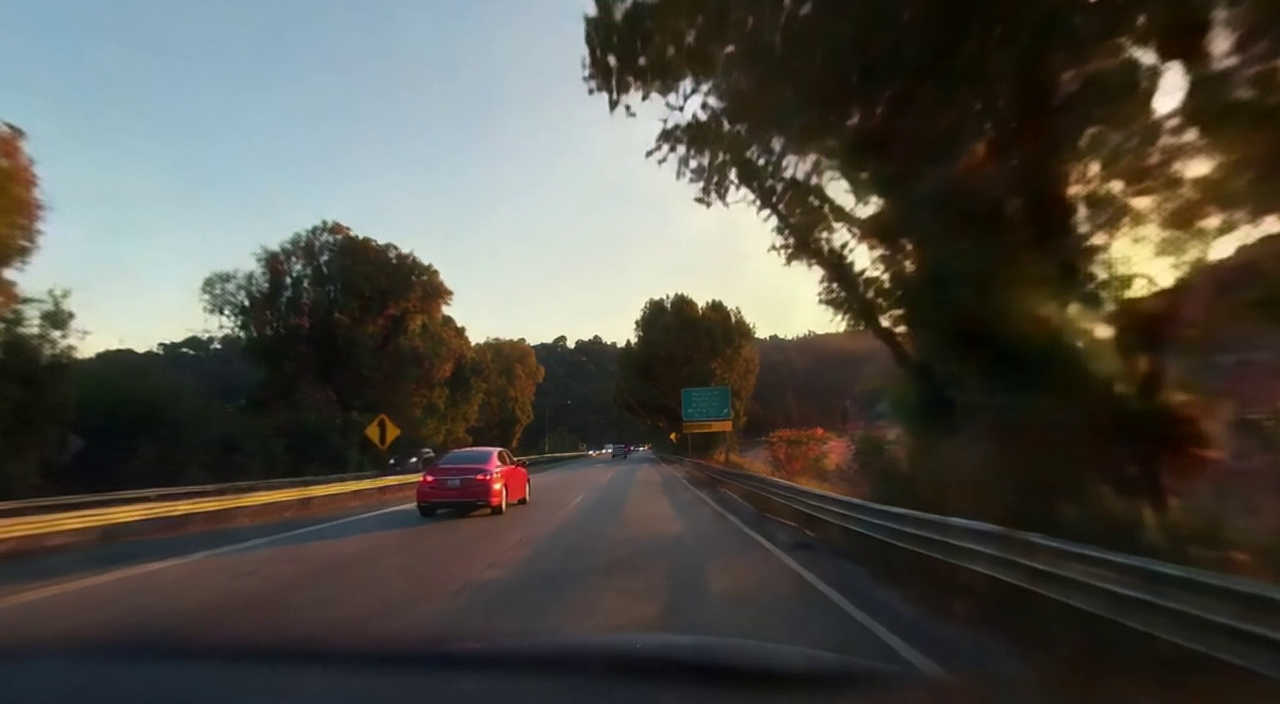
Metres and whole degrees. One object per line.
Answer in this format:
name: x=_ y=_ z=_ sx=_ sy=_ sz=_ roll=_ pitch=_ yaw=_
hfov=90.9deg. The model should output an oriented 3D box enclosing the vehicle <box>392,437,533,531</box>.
vehicle: x=-3.266 y=2.493 z=12.358 sx=1.675 sy=1.537 sz=3.574 roll=0 pitch=-9 yaw=1
